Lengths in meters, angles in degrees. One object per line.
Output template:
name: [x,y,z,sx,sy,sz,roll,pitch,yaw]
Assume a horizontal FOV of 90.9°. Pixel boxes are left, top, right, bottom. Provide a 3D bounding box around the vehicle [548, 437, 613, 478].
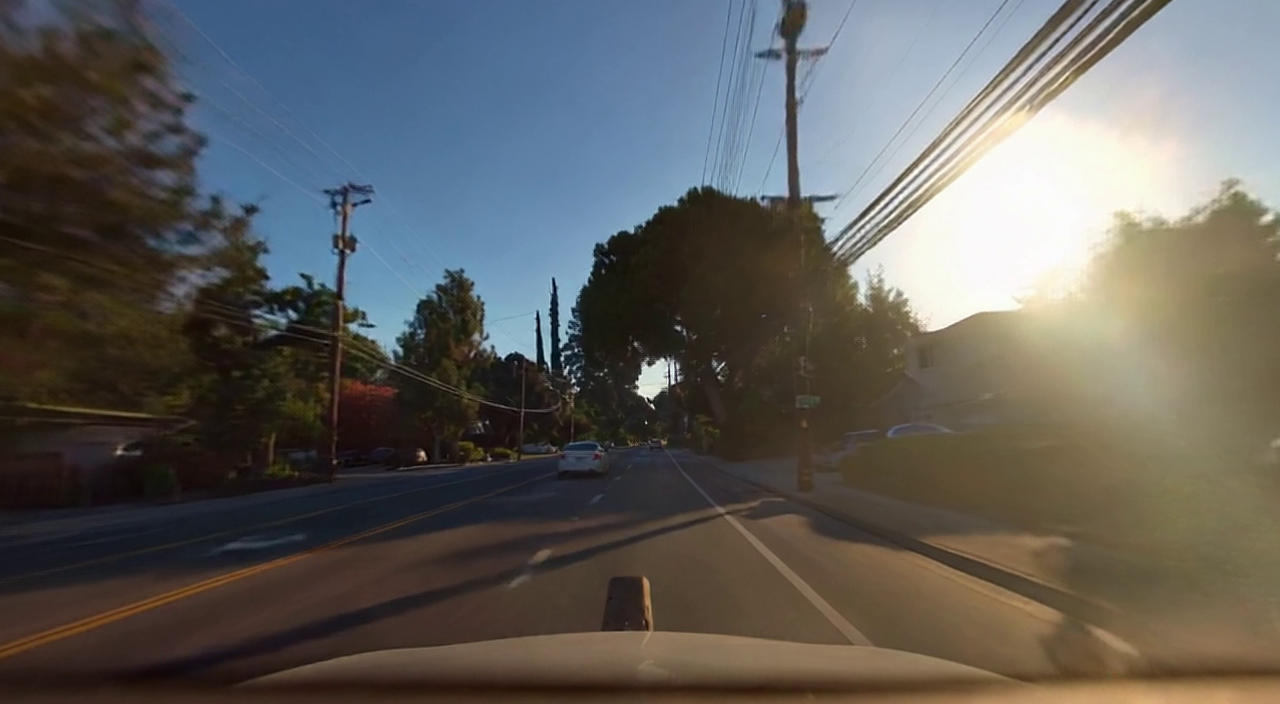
vehicle: [-2.362,4.370,26.451,2.085,1.512,5.023,0,-8,2]
